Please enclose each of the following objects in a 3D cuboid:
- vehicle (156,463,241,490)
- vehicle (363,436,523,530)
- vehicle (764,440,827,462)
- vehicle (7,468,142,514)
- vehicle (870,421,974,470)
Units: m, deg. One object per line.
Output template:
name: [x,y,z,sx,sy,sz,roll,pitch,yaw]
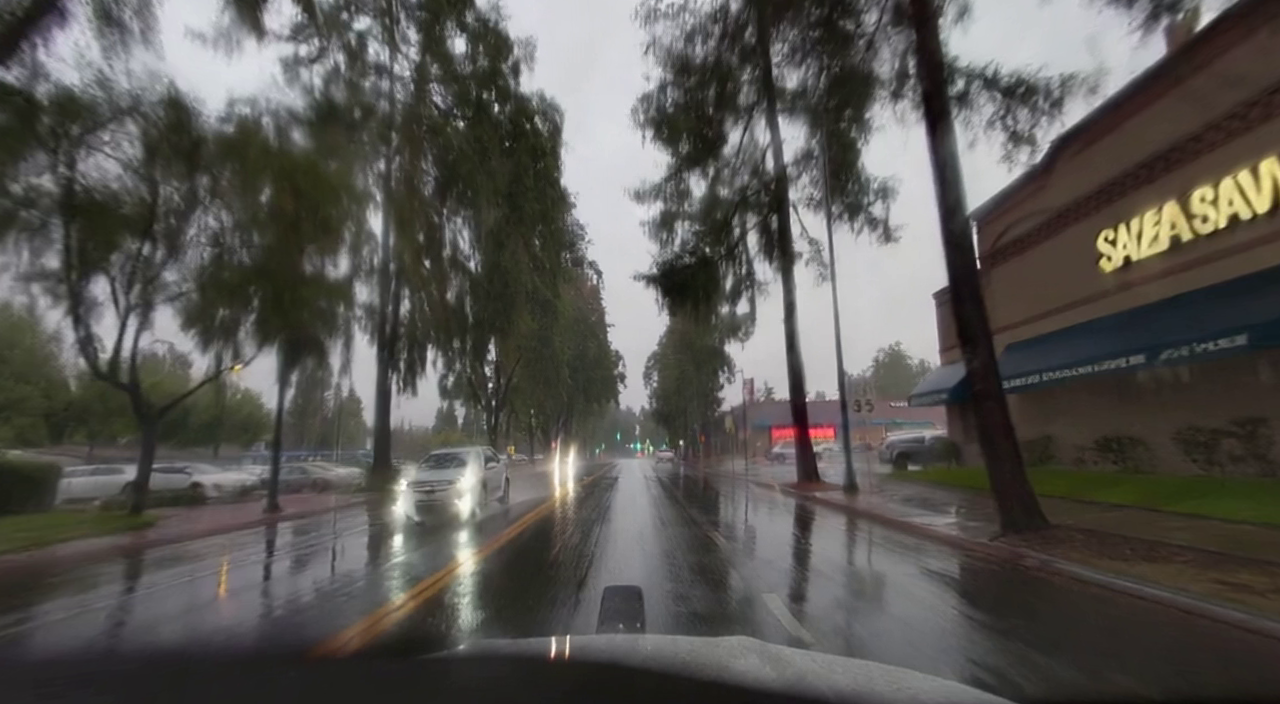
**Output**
vehicle: [-30.474,8.589,43.767,4.361,1.653,1.946,2,-9,-17]
vehicle: [-4.158,2.828,14.333,2.103,1.750,4.660,0,-9,0]
vehicle: [10.954,6.931,44.351,4.587,1.504,1.928,7,-11,-39]
vehicle: [-22.386,5.469,25.289,1.779,1.475,4.483,1,-9,-10]
vehicle: [11.366,3.734,25.253,2.124,1.711,5.059,-8,-12,43]
